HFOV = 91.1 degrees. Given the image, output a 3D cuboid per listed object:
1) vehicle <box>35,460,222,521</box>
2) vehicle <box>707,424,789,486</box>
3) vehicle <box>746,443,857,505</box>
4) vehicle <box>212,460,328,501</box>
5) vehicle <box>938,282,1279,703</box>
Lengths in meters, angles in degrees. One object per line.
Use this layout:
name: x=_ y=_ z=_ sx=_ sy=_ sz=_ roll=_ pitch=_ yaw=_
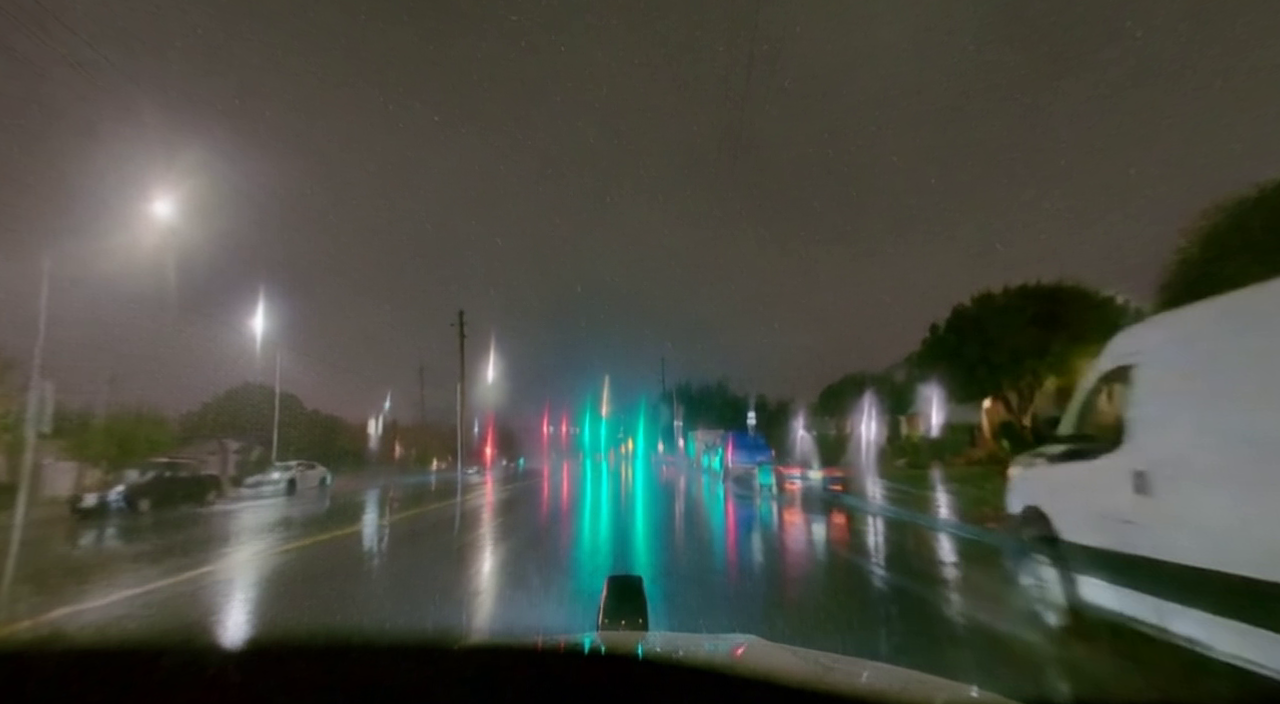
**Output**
vehicle: x=-15.168 y=4.089 z=19.023 sx=1.992 sy=1.517 sz=4.426 roll=0 pitch=-9 yaw=-2
vehicle: x=4.132 y=4.083 z=25.120 sx=2.293 sy=2.171 sz=5.871 roll=0 pitch=-9 yaw=1
vehicle: x=4.238 y=3.258 z=17.267 sx=1.804 sy=1.432 sz=4.594 roll=0 pitch=-9 yaw=0
vehicle: x=-15.266 y=5.290 z=26.279 sx=1.944 sy=1.454 sz=4.581 roll=-1 pitch=-9 yaw=2
vehicle: x=3.714 y=0.696 z=2.232 sx=2.372 sy=2.008 sz=6.181 roll=0 pitch=-9 yaw=1
